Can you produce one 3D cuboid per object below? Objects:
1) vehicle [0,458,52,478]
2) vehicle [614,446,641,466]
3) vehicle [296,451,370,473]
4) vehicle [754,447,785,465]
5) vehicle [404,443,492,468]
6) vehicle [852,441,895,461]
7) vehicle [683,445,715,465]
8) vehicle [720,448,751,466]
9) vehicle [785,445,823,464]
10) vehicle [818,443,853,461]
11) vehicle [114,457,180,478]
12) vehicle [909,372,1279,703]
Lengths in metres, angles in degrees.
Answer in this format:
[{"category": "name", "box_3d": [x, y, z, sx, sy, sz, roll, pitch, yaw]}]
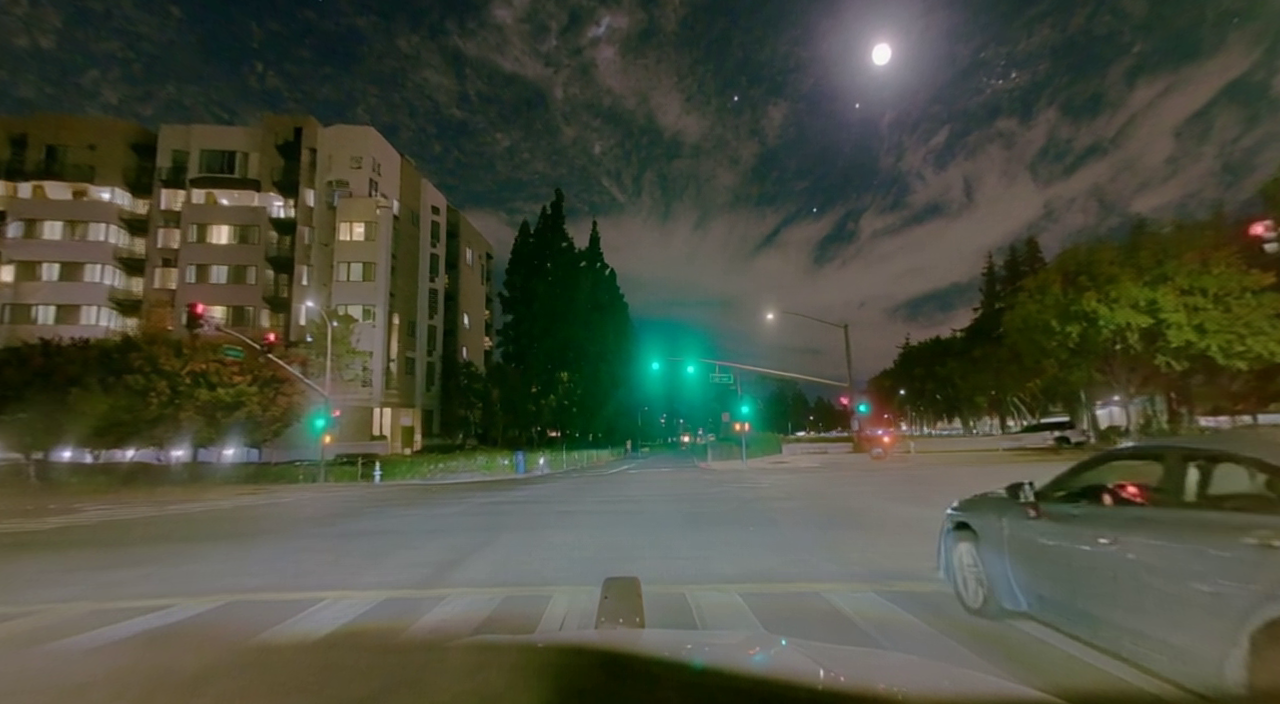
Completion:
[{"category": "vehicle", "box_3d": [-46.217, 8.613, 47.066, 1.627, 1.392, 3.330, 0, -9, -1]}, {"category": "vehicle", "box_3d": [-1.000, 8.113, 49.384, 2.024, 1.489, 4.613, 0, -9, -1]}, {"category": "vehicle", "box_3d": [-21.670, 7.792, 44.713, 4.207, 1.508, 1.875, 0, -9, 2]}, {"category": "vehicle", "box_3d": [10.044, 8.067, 49.181, 1.692, 1.343, 3.352, 0, -9, -1]}, {"category": "vehicle", "box_3d": [-14.675, 7.916, 48.441, 6.021, 1.868, 2.172, 0, -9, 1]}, {"category": "vehicle", "box_3d": [18.076, 7.686, 48.955, 1.970, 1.449, 3.604, 0, -9, 1]}, {"category": "vehicle", "box_3d": [4.507, 7.978, 49.144, 1.983, 1.453, 4.180, 0, -9, -1]}, {"category": "vehicle", "box_3d": [7.443, 8.185, 49.472, 1.889, 1.358, 3.751, 0, -9, 0]}, {"category": "vehicle", "box_3d": [12.748, 7.982, 49.268, 2.006, 1.371, 3.426, 0, -9, 0]}, {"category": "vehicle", "box_3d": [15.223, 7.823, 49.380, 1.704, 1.365, 3.315, 0, -9, 1]}, {"category": "vehicle", "box_3d": [-36.307, 8.494, 46.617, 1.709, 1.410, 3.945, 0, -9, -1]}, {"category": "vehicle", "box_3d": [3.324, 1.000, 3.326, 1.903, 1.529, 4.254, 0, -9, 0]}]
